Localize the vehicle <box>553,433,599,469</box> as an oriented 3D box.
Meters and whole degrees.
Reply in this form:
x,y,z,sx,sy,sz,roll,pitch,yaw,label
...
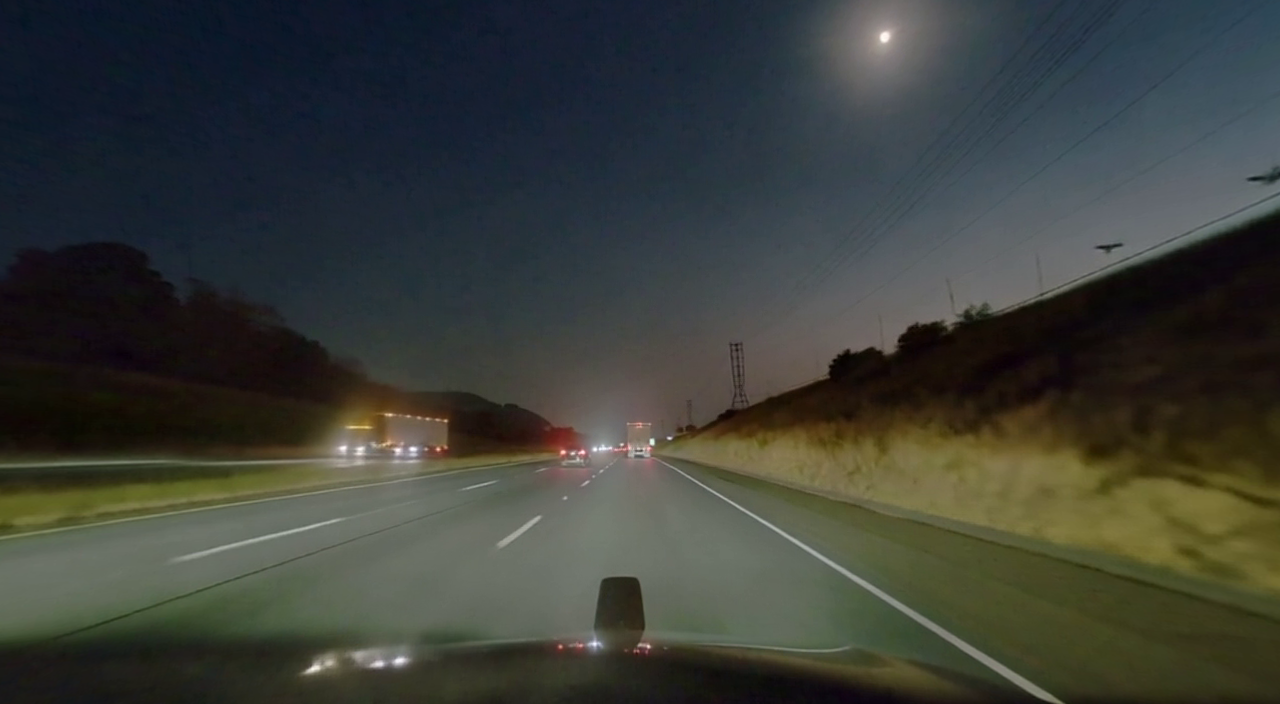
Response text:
x,y,z,sx,sy,sz,roll,pitch,yaw,label
-3.726,5.891,37.642,2.207,1.949,4.911,0,-9,1,vehicle
